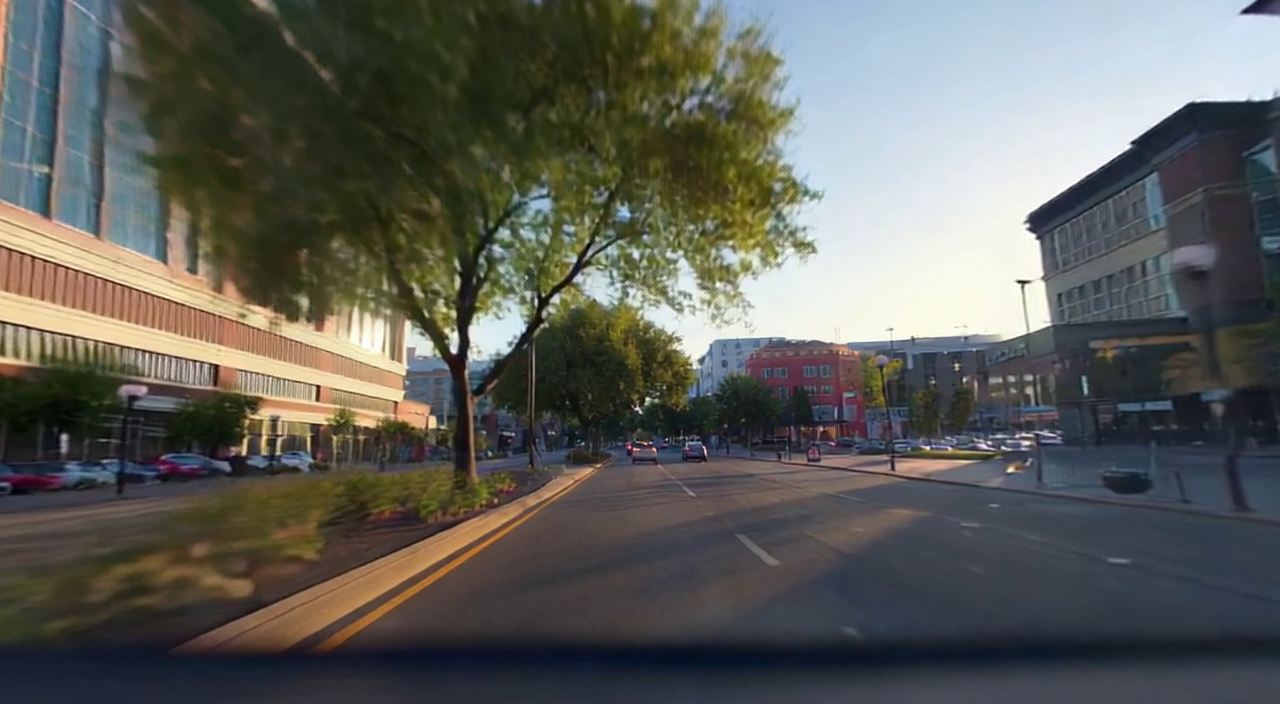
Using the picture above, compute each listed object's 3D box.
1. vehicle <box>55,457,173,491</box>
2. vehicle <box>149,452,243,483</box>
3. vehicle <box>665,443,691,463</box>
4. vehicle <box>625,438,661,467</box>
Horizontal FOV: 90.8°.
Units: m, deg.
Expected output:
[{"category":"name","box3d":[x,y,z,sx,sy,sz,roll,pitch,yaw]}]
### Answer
[{"category":"vehicle","box3d":[-26.315,6.083,31.845,1.815,1.470,4.581,-1,-8,4]},{"category":"vehicle","box3d":[-25.769,6.687,36.913,2.051,1.644,4.674,0,-8,1]},{"category":"vehicle","box3d":[2.904,7.799,48.902,1.685,1.441,3.795,0,-8,-1]},{"category":"vehicle","box3d":[0.173,6.282,39.506,2.100,1.683,4.231,0,-8,0]}]
